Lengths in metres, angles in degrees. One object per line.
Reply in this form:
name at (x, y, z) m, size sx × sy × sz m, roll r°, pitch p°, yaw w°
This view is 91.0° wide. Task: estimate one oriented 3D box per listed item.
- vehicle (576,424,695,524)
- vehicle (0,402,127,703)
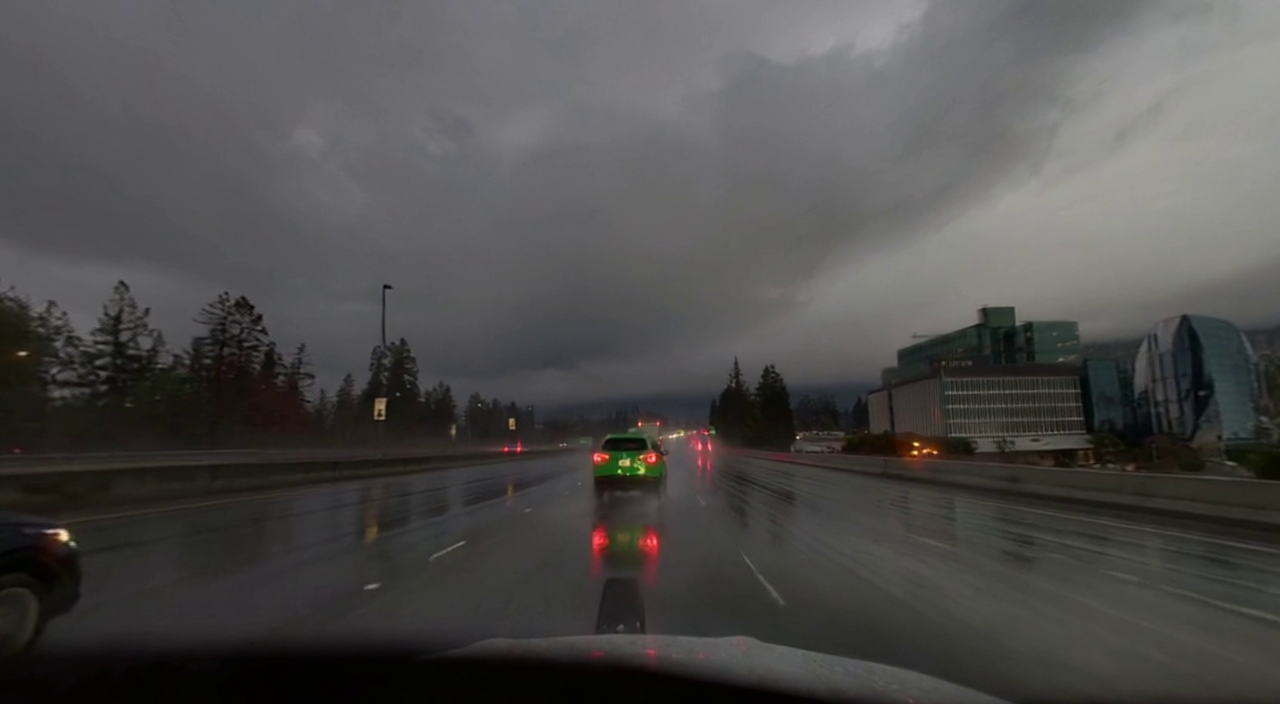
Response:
vehicle at (-0.002, 2.502, 13.458) m, size 2.111 × 1.742 × 4.315 m, roll 0°, pitch -9°, yaw 2°
vehicle at (-4.258, 0.793, 1.759) m, size 1.969 × 1.520 × 4.190 m, roll 0°, pitch -9°, yaw 2°
